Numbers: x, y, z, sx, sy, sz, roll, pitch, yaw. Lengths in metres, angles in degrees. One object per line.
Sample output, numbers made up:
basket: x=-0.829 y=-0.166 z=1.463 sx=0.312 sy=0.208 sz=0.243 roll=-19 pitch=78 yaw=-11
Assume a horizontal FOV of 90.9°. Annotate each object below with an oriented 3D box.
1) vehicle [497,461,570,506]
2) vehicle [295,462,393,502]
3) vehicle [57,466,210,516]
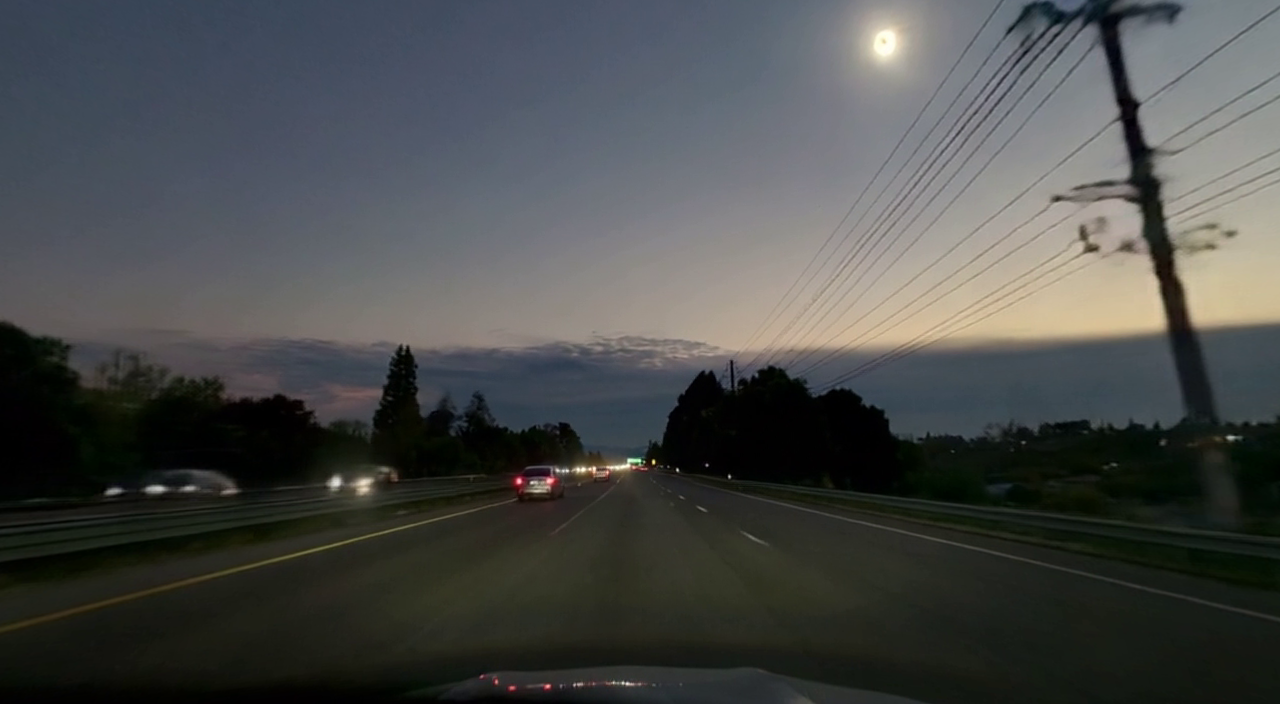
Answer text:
vehicle: x=-3.903 y=4.908 z=23.795 sx=1.963 sy=1.501 sz=4.227 roll=1 pitch=-11 yaw=0
vehicle: x=-12.563 y=5.537 z=27.106 sx=1.897 sy=1.501 sz=4.620 roll=1 pitch=-11 yaw=0
vehicle: x=-16.542 y=4.533 z=20.874 sx=1.827 sy=1.434 sz=3.798 roll=1 pitch=-11 yaw=0
